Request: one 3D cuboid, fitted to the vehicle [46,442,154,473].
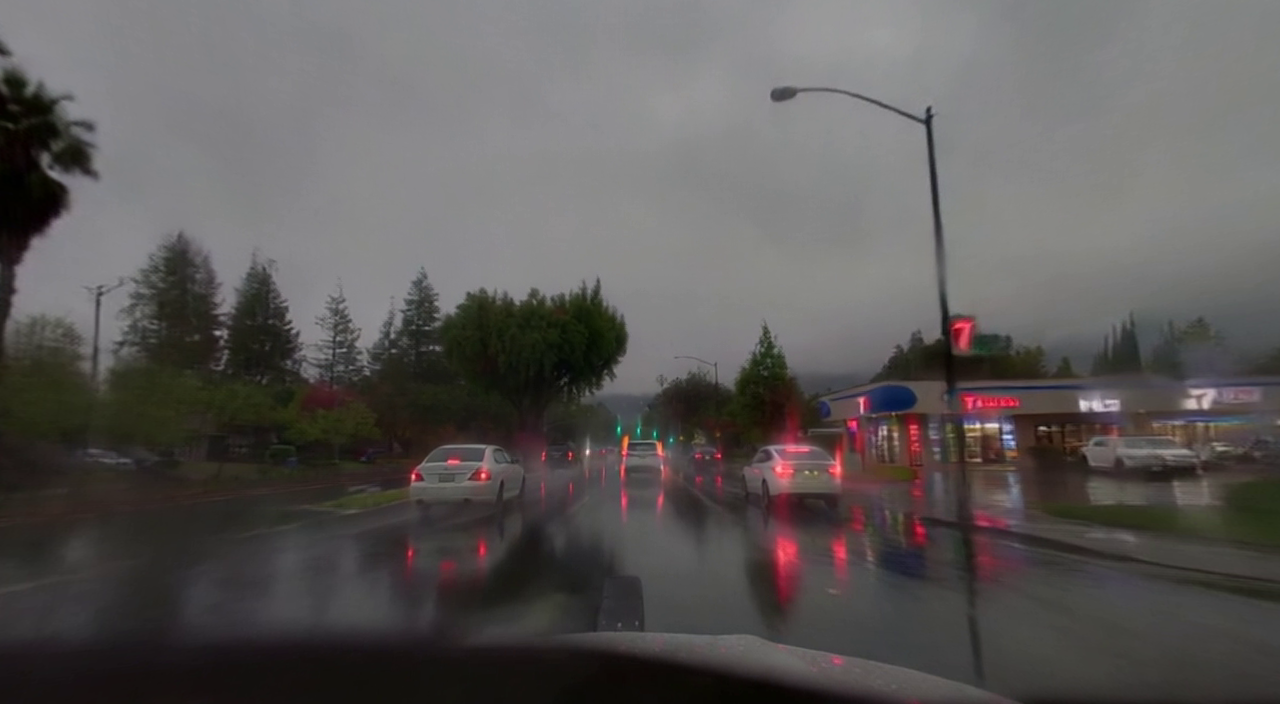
[{"bbox_3d":[-30.138,5.882,35.246,4.123,1.648,2.053,0,-8,1],"label":"vehicle"}]

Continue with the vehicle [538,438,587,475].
[{"bbox_3d":[-3.821,5.239,31.763,1.932,1.695,4.235,0,-8,0],"label":"vehicle"}]

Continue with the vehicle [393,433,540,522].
[{"bbox_3d":[-3.320,2.463,12.933,1.864,1.505,4.202,0,-8,-1],"label":"vehicle"}]

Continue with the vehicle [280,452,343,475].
[{"bbox_3d":[-22.569,7.649,43.480,1.827,1.441,4.660,0,-8,0],"label":"vehicle"}]

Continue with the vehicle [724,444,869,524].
[{"bbox_3d":[3.266,2.830,14.224,1.977,1.480,4.589,0,-8,-2],"label":"vehicle"}]

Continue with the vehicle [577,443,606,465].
[{"bbox_3d":[-3.703,7.873,48.776,1.871,1.673,3.920,0,-8,1],"label":"vehicle"}]

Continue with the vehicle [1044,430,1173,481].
[{"bbox_3d":[18.535,4.093,25.218,1.905,1.833,4.347,0,-8,3],"label":"vehicle"}]

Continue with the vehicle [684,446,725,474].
[{"bbox_3d":[3.631,6.164,36.033,1.880,1.476,3.932,0,-8,-1],"label":"vehicle"}]

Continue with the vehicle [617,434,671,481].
[{"bbox_3d":[0.107,4.562,27.430,2.164,1.867,4.254,0,-8,-1],"label":"vehicle"}]

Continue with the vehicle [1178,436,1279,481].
[{"bbox_3d":[24.406,4.226,25.188,1.688,1.650,4.500,0,-8,0],"label":"vehicle"}]
